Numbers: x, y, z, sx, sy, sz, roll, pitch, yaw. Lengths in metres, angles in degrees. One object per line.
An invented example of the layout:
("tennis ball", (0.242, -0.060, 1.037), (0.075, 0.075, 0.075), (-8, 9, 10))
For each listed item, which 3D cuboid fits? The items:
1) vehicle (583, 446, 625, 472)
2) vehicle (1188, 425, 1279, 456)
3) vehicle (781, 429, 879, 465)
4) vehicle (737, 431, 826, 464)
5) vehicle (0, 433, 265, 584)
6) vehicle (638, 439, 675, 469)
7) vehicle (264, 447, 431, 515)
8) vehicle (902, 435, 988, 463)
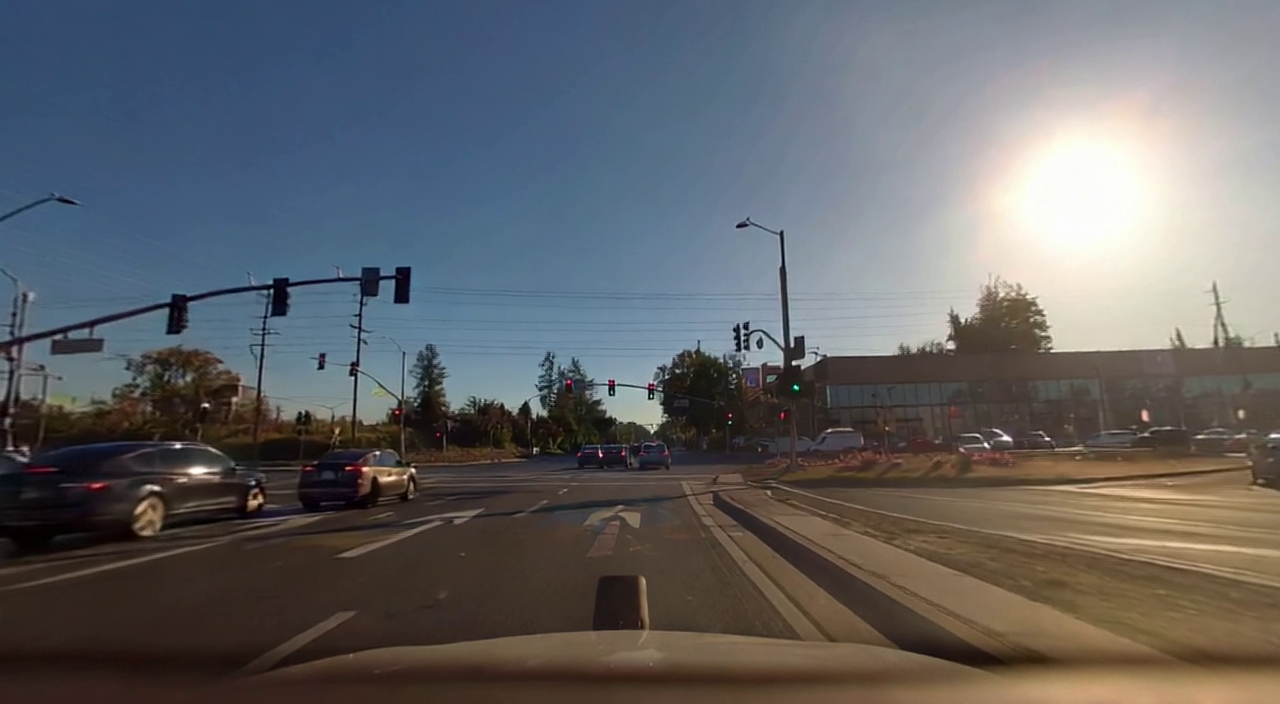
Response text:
("vehicle", (-2.148, 6.490, 38.628), (2.064, 1.464, 4.373), (0, -8, 3))
("vehicle", (38.639, 5.678, 40.340), (4.988, 1.916, 2.172), (-1, -9, 3))
("vehicle", (12.539, 6.315, 42.075), (5.748, 2.332, 2.361), (0, -9, 3))
("vehicle", (10.250, 7.004, 46.362), (5.904, 2.269, 2.948), (-1, -8, 3))
("vehicle", (-7.606, 1.977, 8.874), (1.912, 1.573, 4.299), (0, -8, 2))
("vehicle", (1.139, 6.729, 41.892), (2.276, 1.850, 3.897), (-1, -8, 4))
("vehicle", (-7.176, 3.170, 16.145), (1.904, 1.449, 4.580), (0, -8, 3))
("vehicle", (19.949, 6.351, 41.454), (4.544, 1.764, 1.985), (-1, -9, 4))
